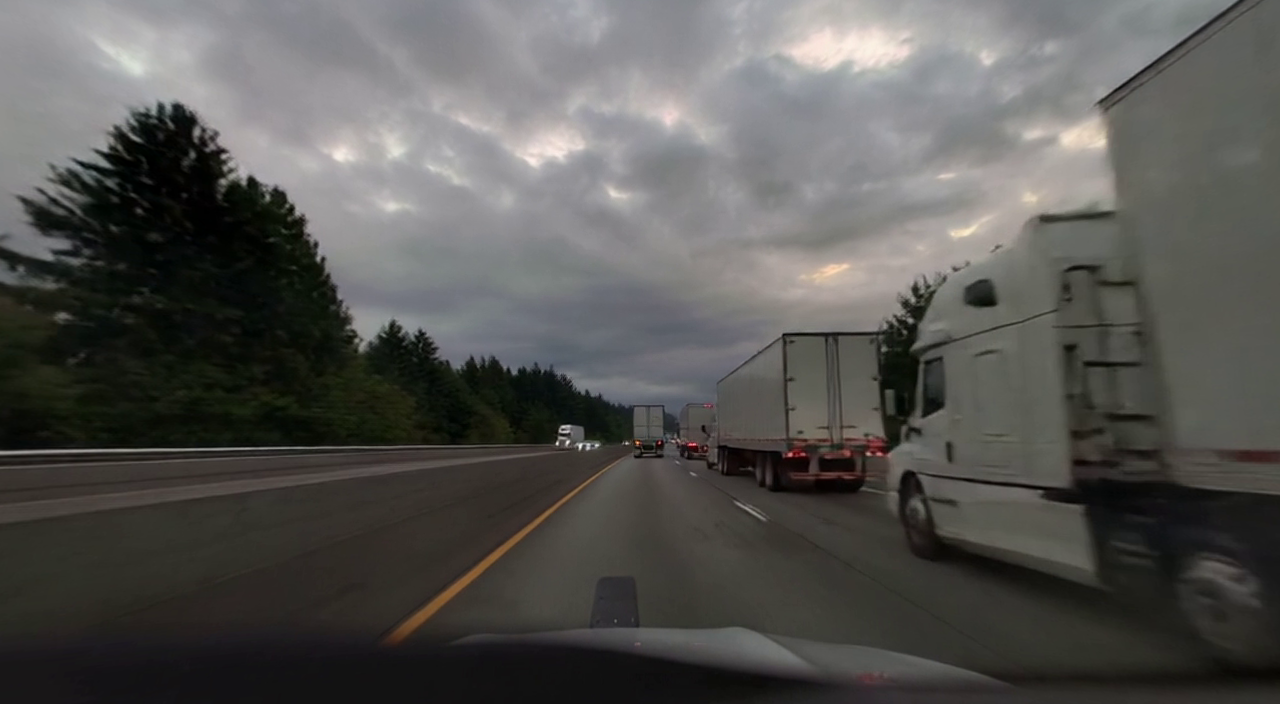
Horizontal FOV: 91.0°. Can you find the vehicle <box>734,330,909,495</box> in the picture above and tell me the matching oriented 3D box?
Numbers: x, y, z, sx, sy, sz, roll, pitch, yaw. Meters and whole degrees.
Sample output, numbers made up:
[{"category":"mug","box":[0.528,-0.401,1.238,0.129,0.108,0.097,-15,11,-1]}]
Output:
[{"category":"vehicle","box":[4.966,2.001,19.339,2.843,3.940,8.349,0,-8,0]}]

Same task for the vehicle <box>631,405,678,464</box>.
[{"category":"vehicle","box":[0.885,5.170,39.227,2.644,3.247,7.454,-1,-8,1]}]

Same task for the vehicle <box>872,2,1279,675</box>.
[{"category":"vehicle","box":[5.029,0.204,6.494,2.910,3.989,5.816,0,-8,0]}]
